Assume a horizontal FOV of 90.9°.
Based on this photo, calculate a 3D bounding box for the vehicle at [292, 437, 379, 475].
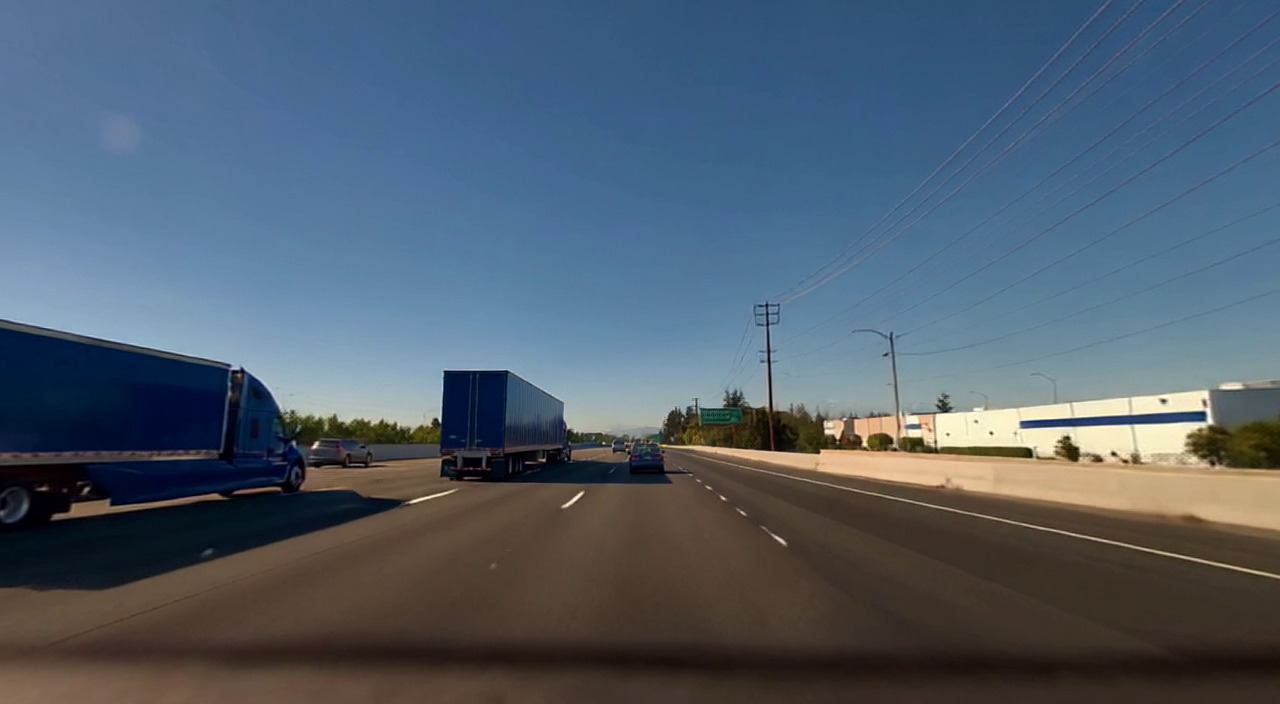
[{"bbox_3d":[-14.667,5.017,30.727,1.938,1.679,4.469,0,-8,1],"label":"vehicle"}]

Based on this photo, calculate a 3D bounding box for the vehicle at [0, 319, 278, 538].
[{"bbox_3d":[-10.701,1.405,11.080,2.896,3.140,9.491,0,-8,1],"label":"vehicle"}]

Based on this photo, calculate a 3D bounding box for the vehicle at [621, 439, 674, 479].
[{"bbox_3d":[0.293,4.471,26.579,2.055,1.514,4.323,0,-8,0],"label":"vehicle"}]

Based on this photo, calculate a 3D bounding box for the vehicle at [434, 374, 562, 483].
[{"bbox_3d":[-6.309,4.012,31.553,2.907,4.081,15.311,0,-8,0],"label":"vehicle"}]
